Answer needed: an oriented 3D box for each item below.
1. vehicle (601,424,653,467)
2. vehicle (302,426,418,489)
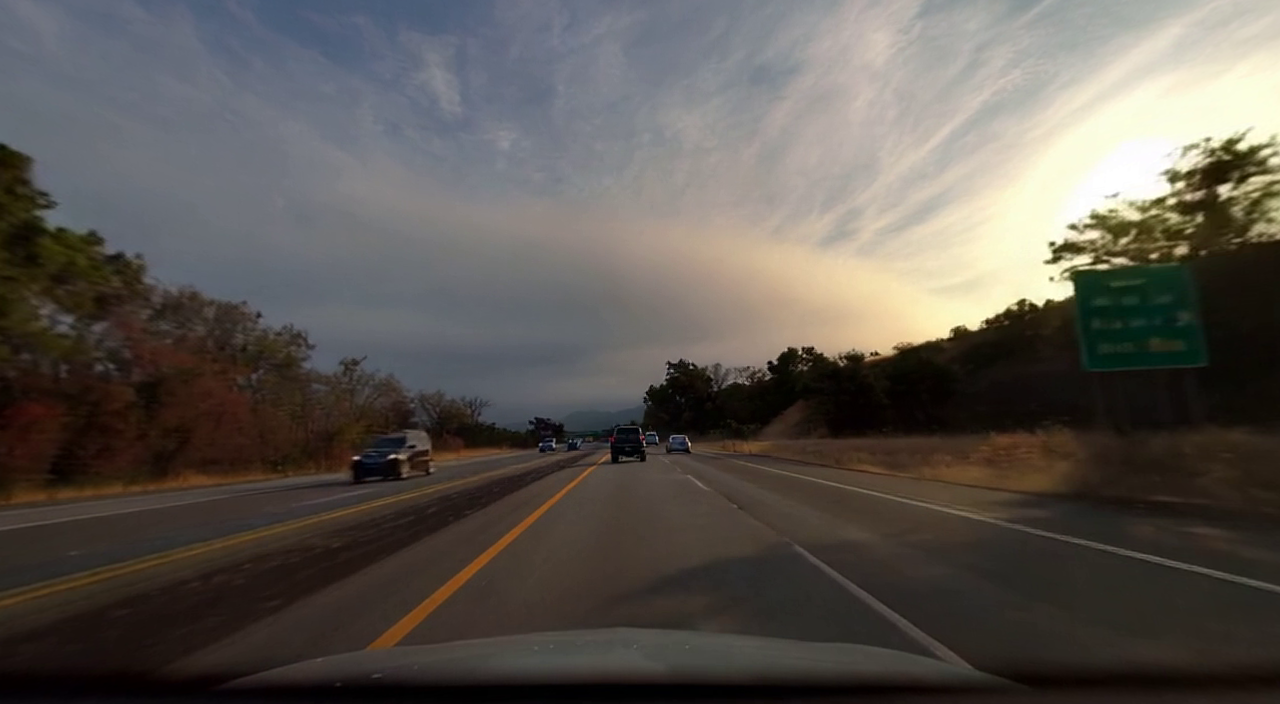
[{"bbox_3d":[-0.700,4.854,32.973,2.503,2.044,4.633,0,-8,-2],"label":"vehicle"},{"bbox_3d":[-9.314,3.509,21.431,1.957,1.894,4.375,0,-8,-1],"label":"vehicle"}]
